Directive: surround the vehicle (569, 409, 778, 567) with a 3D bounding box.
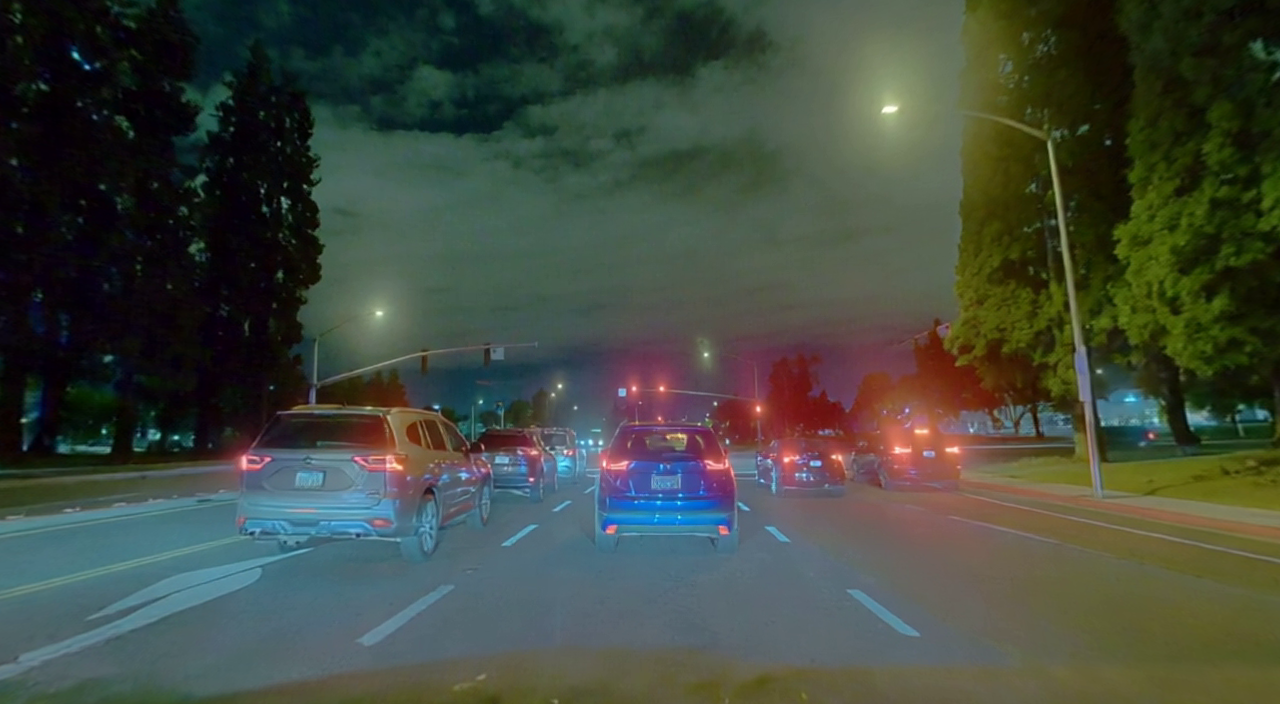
[{"bbox_3d":[0.384,1.746,8.776,2.189,1.649,4.171,0,-8,1],"label":"vehicle"}]

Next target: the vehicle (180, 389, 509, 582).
[{"bbox_3d":[-3.251,1.580,8.197,2.085,1.812,4.388,0,-8,1],"label":"vehicle"}]

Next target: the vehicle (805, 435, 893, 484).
[{"bbox_3d":[7.440,3.855,22.907,2.067,1.599,4.251,-1,-8,5],"label":"vehicle"}]

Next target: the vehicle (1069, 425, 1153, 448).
[{"bbox_3d":[34.118,6.167,45.754,4.632,1.580,1.801,-5,-10,31],"label":"vehicle"}]
